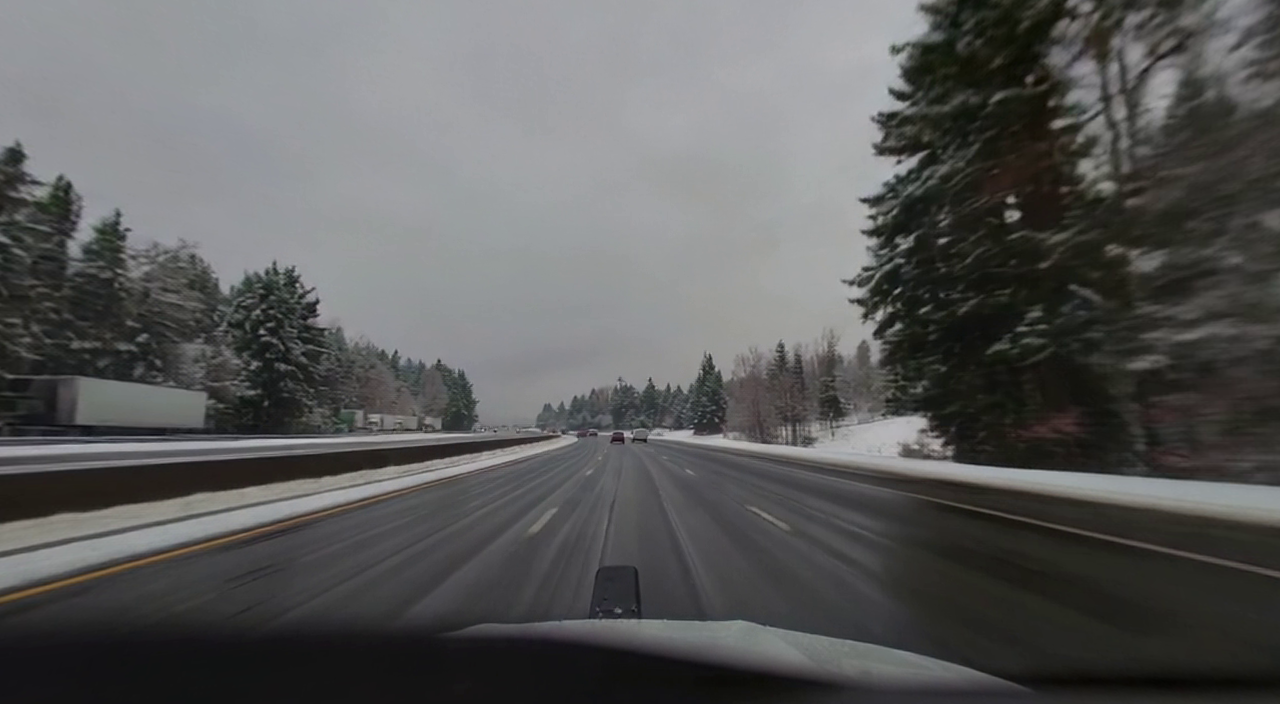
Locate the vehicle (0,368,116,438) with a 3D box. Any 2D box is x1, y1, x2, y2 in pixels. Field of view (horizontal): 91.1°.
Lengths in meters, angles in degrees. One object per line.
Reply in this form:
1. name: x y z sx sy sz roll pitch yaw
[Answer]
1. vehicle: -39.154 3.460 41.136 3.263 4.186 6.909 0 -7 3
